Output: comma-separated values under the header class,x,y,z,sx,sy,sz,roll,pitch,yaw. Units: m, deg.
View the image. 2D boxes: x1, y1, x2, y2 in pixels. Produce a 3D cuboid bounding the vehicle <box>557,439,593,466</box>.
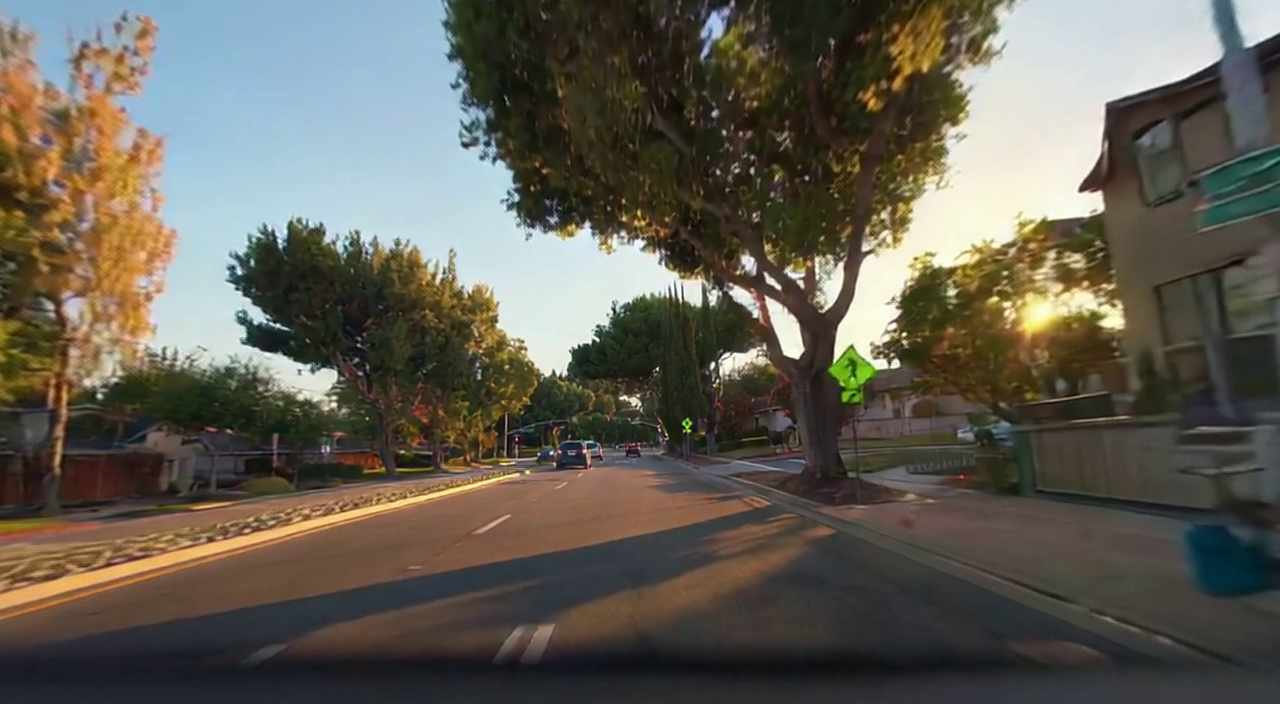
class,x,y,z,sx,sy,sz,roll,pitch,yaw
vehicle,-4.486,6.985,44.172,2.065,1.714,4.272,0,-8,0
